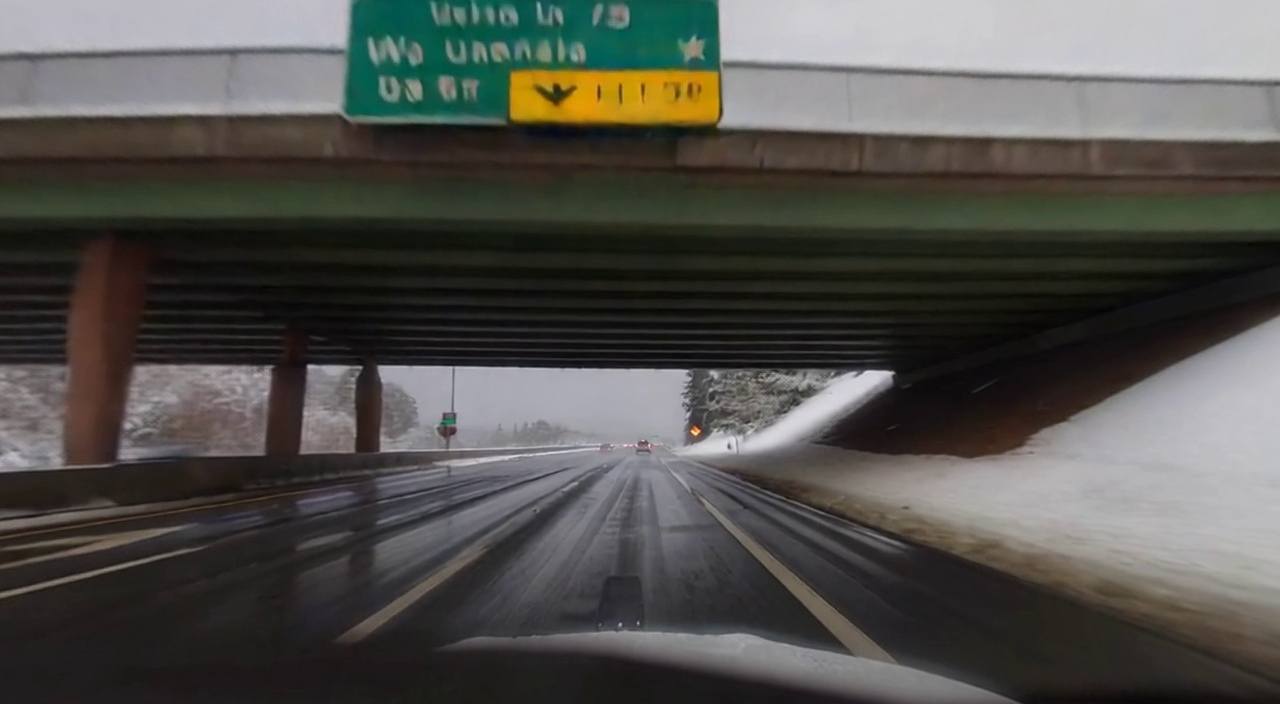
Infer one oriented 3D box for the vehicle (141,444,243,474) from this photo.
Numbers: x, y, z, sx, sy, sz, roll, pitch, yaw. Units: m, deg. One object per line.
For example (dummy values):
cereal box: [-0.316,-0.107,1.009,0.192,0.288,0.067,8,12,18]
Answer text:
vehicle: [-32.359,7.731,45.849,2.455,2.029,6.614,0,-9,2]
